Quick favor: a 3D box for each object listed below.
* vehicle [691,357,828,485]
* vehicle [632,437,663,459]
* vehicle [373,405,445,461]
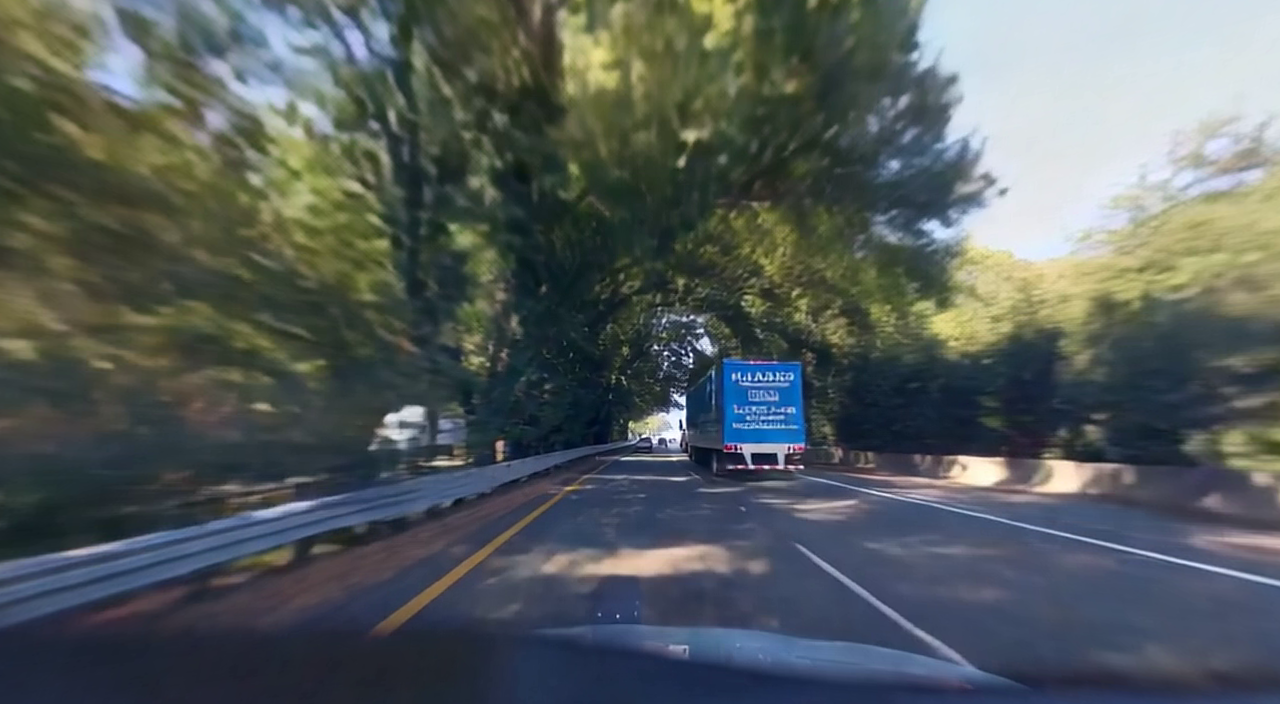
[{"bbox_3d":[4.350,3.079,26.925,3.171,4.072,13.784,0,-8,0],"label":"vehicle"},{"bbox_3d":[0.575,7.190,47.434,2.209,1.499,4.144,0,-8,0],"label":"vehicle"},{"bbox_3d":[-17.611,6.268,48.462,3.000,4.016,5.901,-1,-8,2],"label":"vehicle"}]
